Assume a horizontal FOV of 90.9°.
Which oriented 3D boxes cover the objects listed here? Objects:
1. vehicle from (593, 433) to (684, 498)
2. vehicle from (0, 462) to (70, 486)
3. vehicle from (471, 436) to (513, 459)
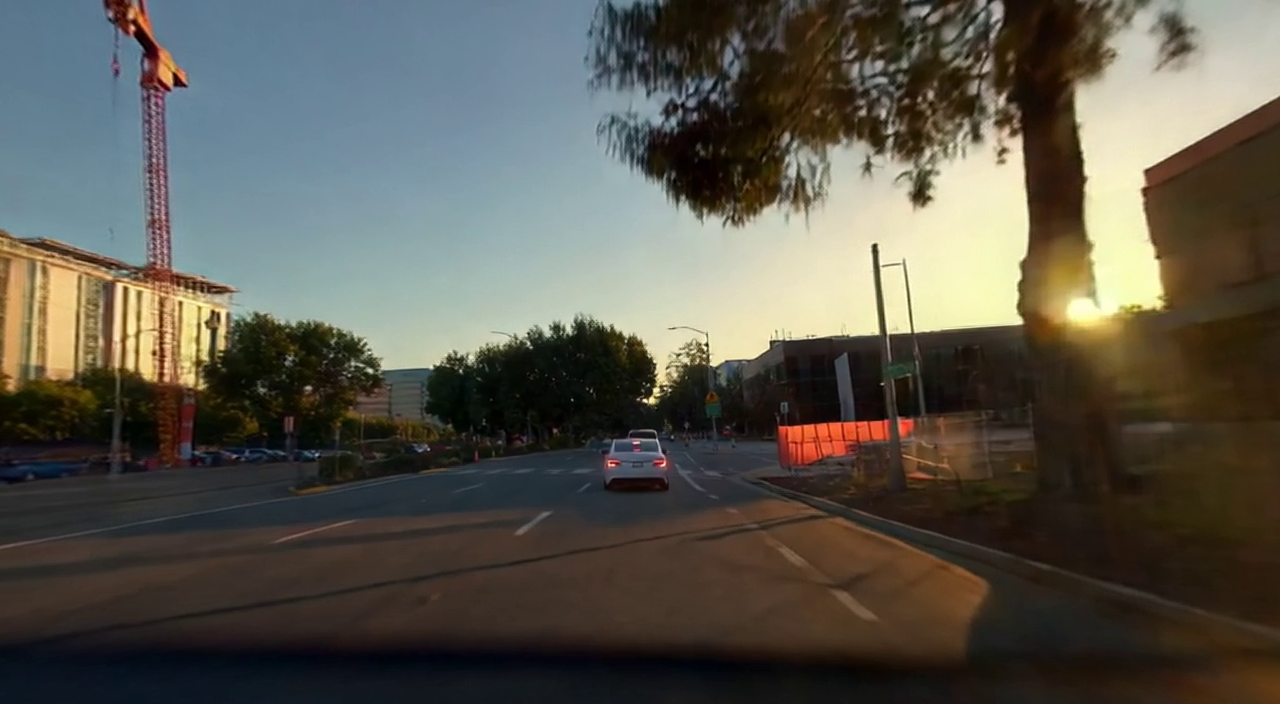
[{"bbox_3d":[-0.034,2.923,16.669,2.112,1.482,4.076,0,-8,0],"label":"vehicle"},{"bbox_3d":[-39.752,7.838,40.649,4.111,1.412,1.777,0,-8,-2],"label":"vehicle"},{"bbox_3d":[-10.211,6.508,43.124,2.072,1.465,4.394,3,-9,-22],"label":"vehicle"}]
